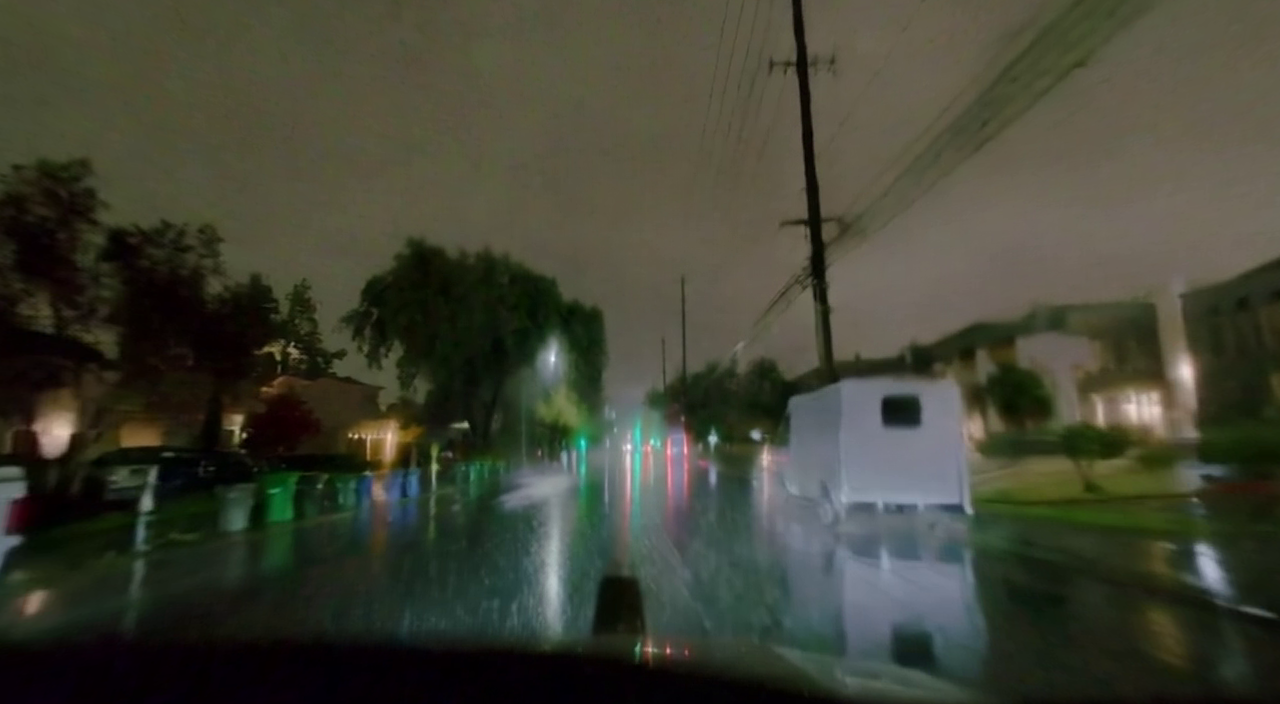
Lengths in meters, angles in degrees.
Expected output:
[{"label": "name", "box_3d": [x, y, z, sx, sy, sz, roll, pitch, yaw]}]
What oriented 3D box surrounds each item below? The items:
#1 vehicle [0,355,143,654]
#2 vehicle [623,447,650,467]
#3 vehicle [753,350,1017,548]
[{"label": "vehicle", "box_3d": [-5.772, 0.928, 2.789, 2.284, 2.119, 5.984, -3, -7, 1]}, {"label": "vehicle", "box_3d": [-0.283, 8.209, 49.619, 2.062, 1.509, 4.305, 0, -9, -1]}, {"label": "vehicle", "box_3d": [4.005, 1.814, 11.973, 2.384, 2.791, 5.899, 0, -9, -2]}]
